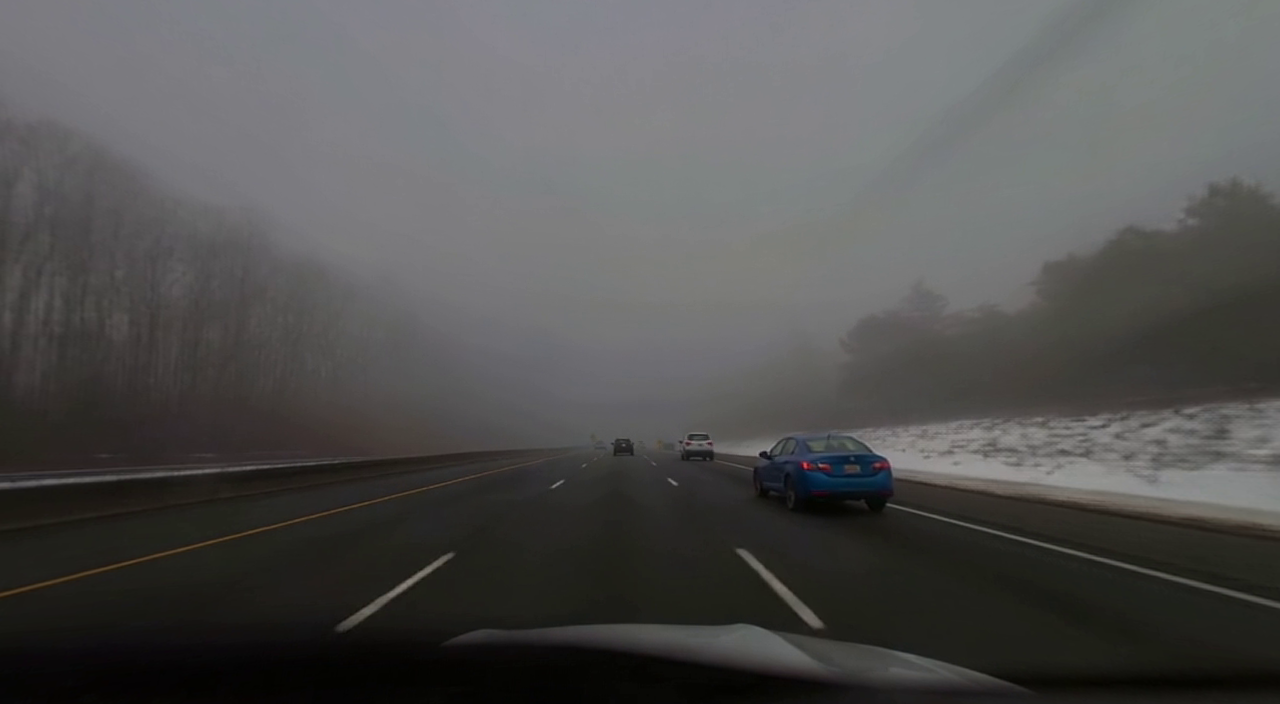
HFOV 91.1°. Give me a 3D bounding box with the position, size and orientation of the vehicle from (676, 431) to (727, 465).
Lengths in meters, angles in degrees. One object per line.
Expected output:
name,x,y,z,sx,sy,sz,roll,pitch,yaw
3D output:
vehicle,3.180,5.089,33.538,2.098,1.677,4.275,0,-8,-2

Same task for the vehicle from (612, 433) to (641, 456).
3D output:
vehicle,-1.097,7.246,49.291,2.182,1.680,4.253,0,-8,-2

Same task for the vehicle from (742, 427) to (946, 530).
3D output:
vehicle,3.376,2.175,11.599,2.056,1.479,4.660,0,-8,-2
